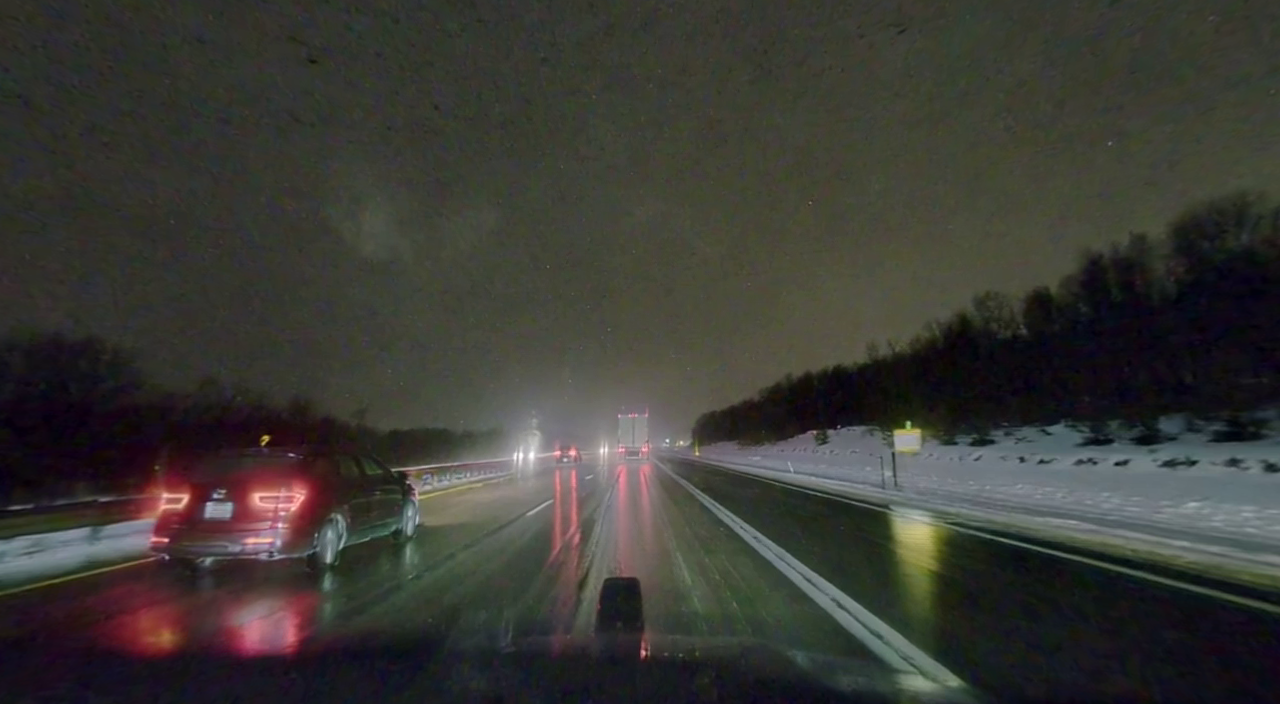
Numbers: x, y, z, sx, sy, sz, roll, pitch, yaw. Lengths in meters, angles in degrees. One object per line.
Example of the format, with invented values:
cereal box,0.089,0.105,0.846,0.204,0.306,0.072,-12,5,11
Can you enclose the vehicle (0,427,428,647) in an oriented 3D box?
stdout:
vehicle,-3.892,1.595,6.481,1.978,1.507,4.062,0,-9,0

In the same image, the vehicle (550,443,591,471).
vehicle,-4.357,6.644,39.989,2.115,1.668,4.217,0,-9,0
